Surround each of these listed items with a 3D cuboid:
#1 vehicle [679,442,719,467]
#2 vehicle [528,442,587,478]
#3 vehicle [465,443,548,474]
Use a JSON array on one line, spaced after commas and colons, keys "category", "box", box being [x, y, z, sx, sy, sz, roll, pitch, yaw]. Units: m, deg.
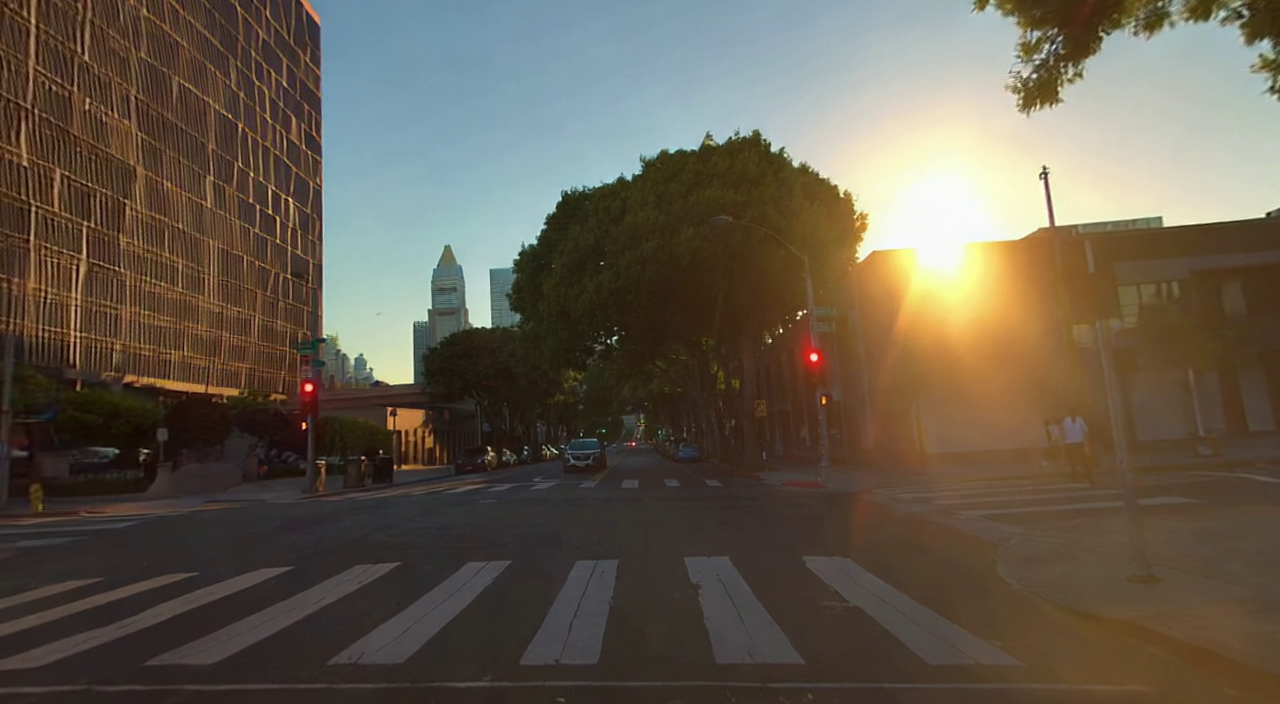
[{"category": "vehicle", "box": [3.566, 6.273, 38.867, 1.853, 1.426, 4.160, 1, -8, -3]}, {"category": "vehicle", "box": [-3.648, 4.841, 28.655, 1.989, 1.481, 4.500, 0, -8, 1]}, {"category": "vehicle", "box": [-8.000, 6.350, 38.022, 4.526, 1.726, 1.963, 8, -12, -44]}]
